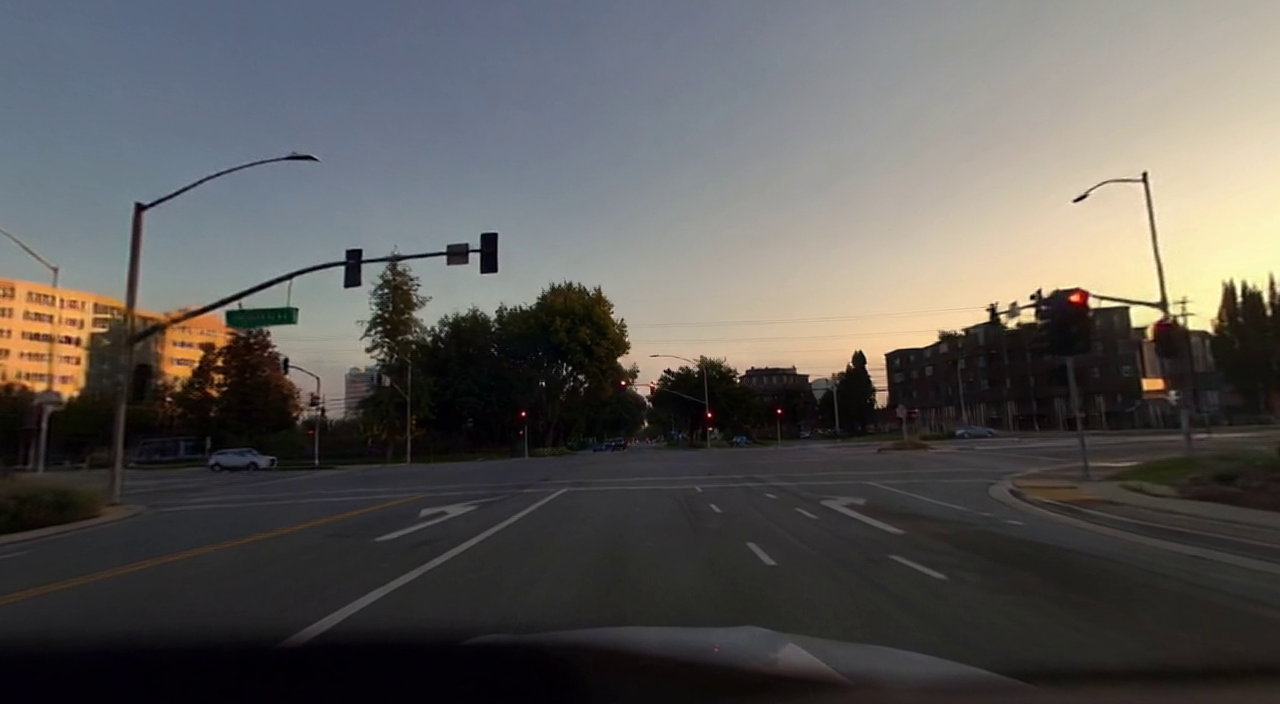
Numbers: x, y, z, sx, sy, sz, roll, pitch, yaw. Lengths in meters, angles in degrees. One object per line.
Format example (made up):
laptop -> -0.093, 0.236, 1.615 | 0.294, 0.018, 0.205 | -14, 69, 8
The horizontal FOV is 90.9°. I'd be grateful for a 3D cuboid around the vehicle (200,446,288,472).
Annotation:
vehicle -> -25.069, 6.769, 39.999 | 4.332, 1.573, 1.900 | 0, -8, 3
